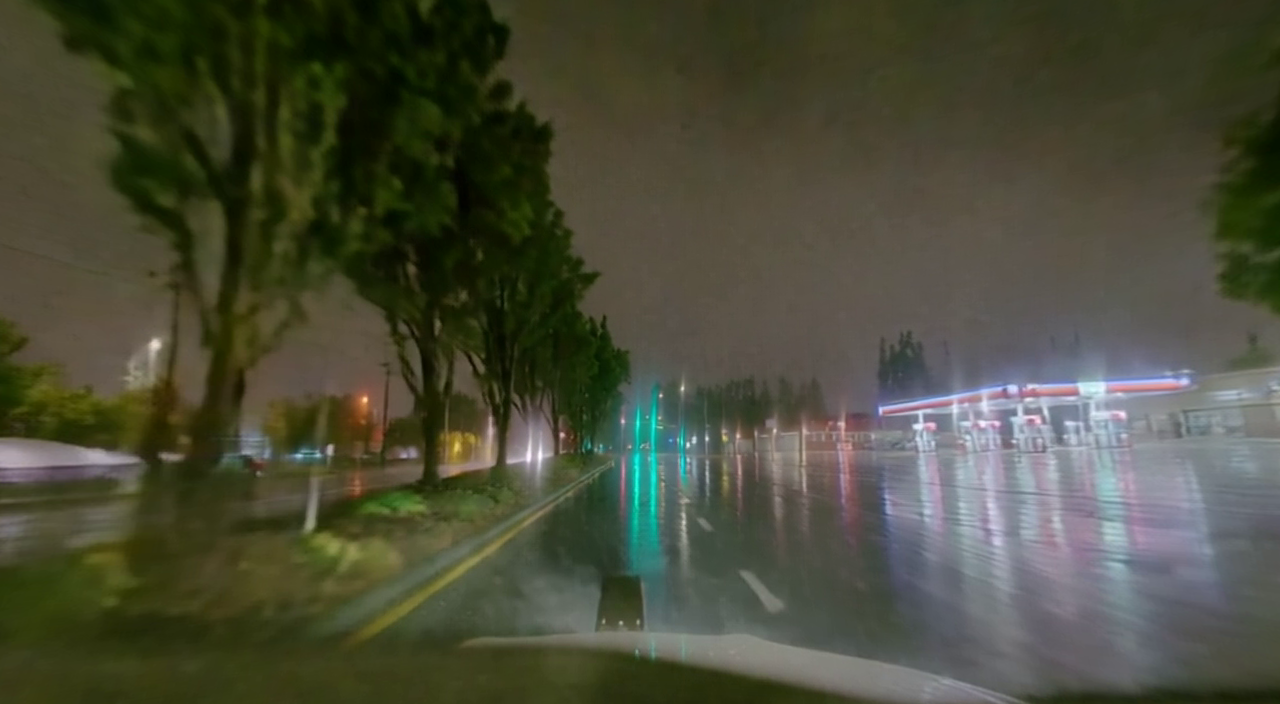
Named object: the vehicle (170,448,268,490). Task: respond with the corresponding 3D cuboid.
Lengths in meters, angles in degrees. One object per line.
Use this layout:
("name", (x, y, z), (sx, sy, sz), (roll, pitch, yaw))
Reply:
("vehicle", (-22.243, 6.150, 33.648), (2.076, 1.927, 4.749), (-2, -8, -2))
